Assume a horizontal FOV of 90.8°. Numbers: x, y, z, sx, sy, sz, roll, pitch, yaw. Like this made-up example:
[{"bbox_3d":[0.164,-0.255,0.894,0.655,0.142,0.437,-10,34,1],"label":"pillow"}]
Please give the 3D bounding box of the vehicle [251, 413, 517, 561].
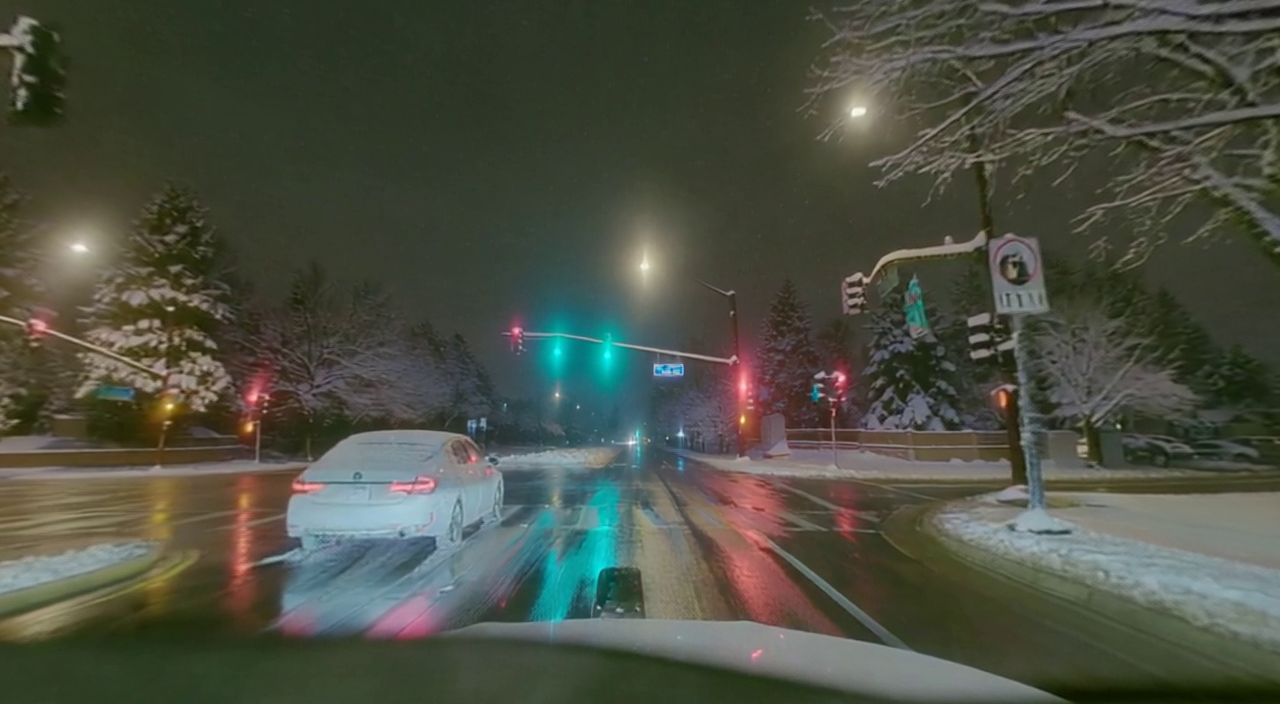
[{"bbox_3d":[-3.247,1.810,9.225,2.076,1.599,4.483,0,-9,-1],"label":"vehicle"}]
